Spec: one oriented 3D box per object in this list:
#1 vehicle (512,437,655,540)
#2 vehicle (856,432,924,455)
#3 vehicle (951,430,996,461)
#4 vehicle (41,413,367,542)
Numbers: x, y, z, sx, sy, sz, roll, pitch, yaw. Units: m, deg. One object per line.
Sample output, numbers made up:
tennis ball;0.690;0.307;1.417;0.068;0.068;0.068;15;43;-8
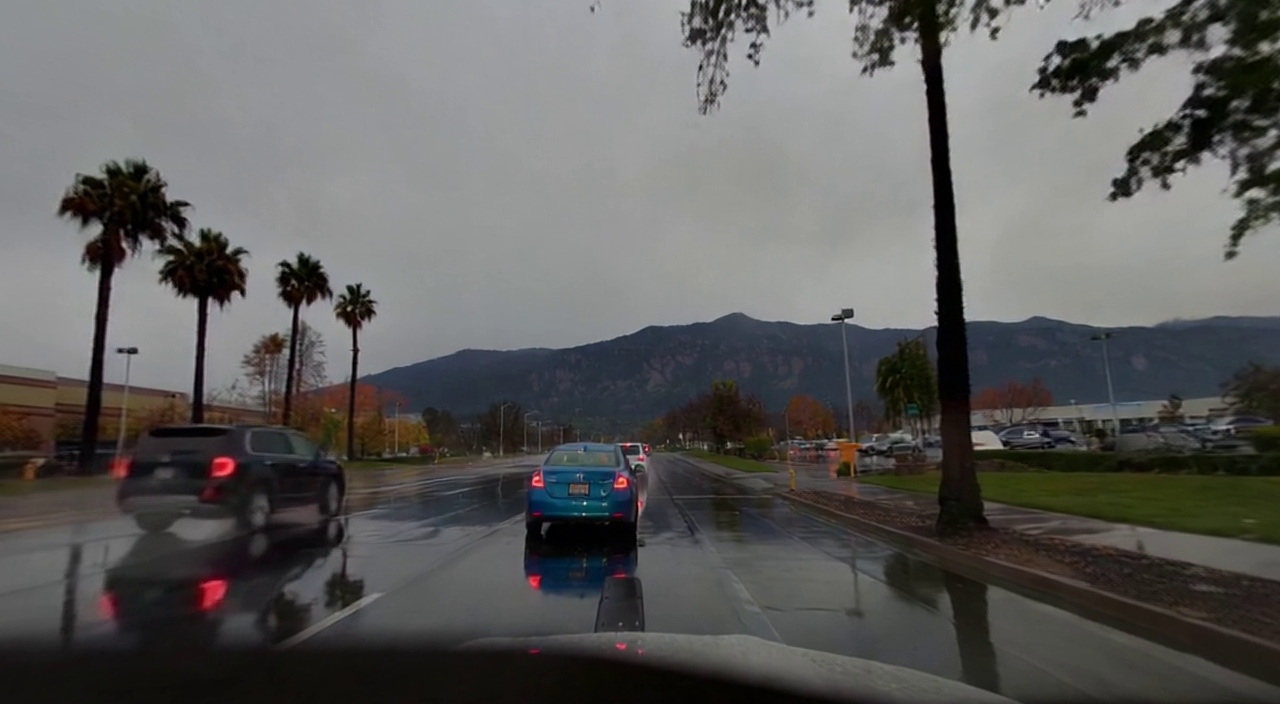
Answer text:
vehicle;-0.915;2.277;11.175;2.067;1.459;3.886;0;-9;-3
vehicle;19.136;7.012;48.528;1.925;1.652;4.490;6;-10;-35
vehicle;18.265;5.142;34.690;1.961;1.526;4.640;-4;-10;26
vehicle;-7.652;2.271;12.125;2.400;1.900;5.325;0;-8;1
